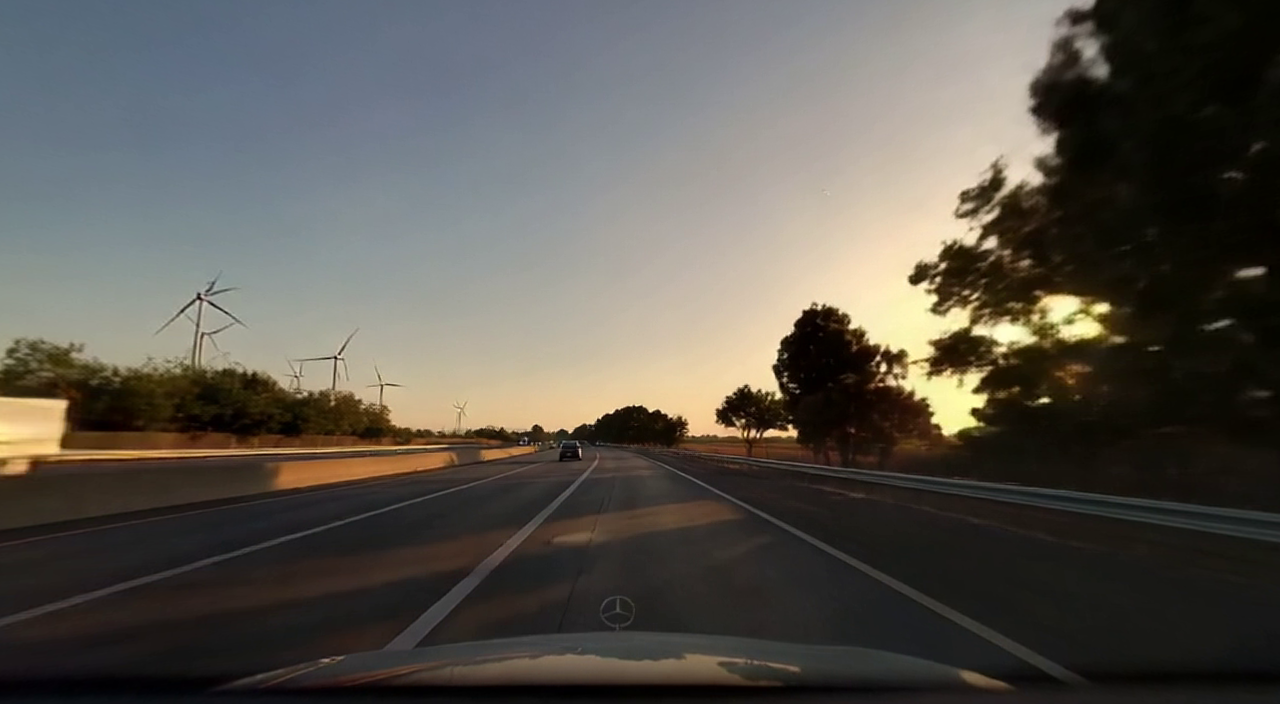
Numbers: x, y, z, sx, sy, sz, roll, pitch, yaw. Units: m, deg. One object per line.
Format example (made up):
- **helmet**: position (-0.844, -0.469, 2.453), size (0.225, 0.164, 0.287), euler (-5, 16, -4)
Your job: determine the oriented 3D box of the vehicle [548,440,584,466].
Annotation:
- **vehicle**: position (-4.577, 6.310, 39.537), size (2.053, 1.549, 4.097), euler (0, -8, -4)
